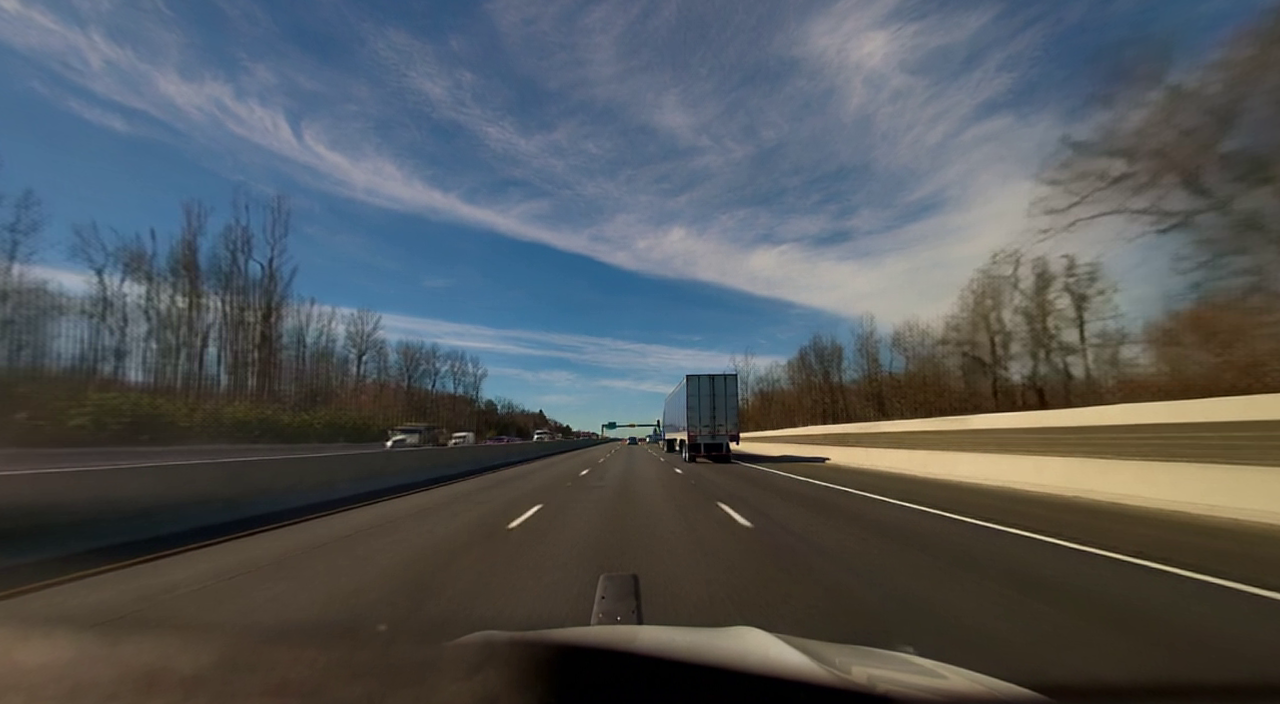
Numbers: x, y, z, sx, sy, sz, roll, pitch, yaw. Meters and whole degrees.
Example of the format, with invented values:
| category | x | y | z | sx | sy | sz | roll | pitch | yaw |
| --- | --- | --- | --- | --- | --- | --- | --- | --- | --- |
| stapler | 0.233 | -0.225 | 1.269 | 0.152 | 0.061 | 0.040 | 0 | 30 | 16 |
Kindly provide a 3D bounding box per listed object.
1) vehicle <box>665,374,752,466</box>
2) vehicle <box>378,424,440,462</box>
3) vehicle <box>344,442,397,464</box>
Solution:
| category | x | y | z | sx | sy | sz | roll | pitch | yaw |
| --- | --- | --- | --- | --- | --- | --- | --- | --- | --- |
| vehicle | 3.417 | 4.103 | 36.526 | 2.979 | 4.161 | 15.508 | 1 | -7 | -1 |
| vehicle | -16.154 | 6.390 | 44.289 | 2.353 | 2.443 | 5.476 | 0 | -8 | -1 |
| vehicle | -19.534 | 7.320 | 45.712 | 1.871 | 1.496 | 4.388 | 0 | -8 | 0 |
